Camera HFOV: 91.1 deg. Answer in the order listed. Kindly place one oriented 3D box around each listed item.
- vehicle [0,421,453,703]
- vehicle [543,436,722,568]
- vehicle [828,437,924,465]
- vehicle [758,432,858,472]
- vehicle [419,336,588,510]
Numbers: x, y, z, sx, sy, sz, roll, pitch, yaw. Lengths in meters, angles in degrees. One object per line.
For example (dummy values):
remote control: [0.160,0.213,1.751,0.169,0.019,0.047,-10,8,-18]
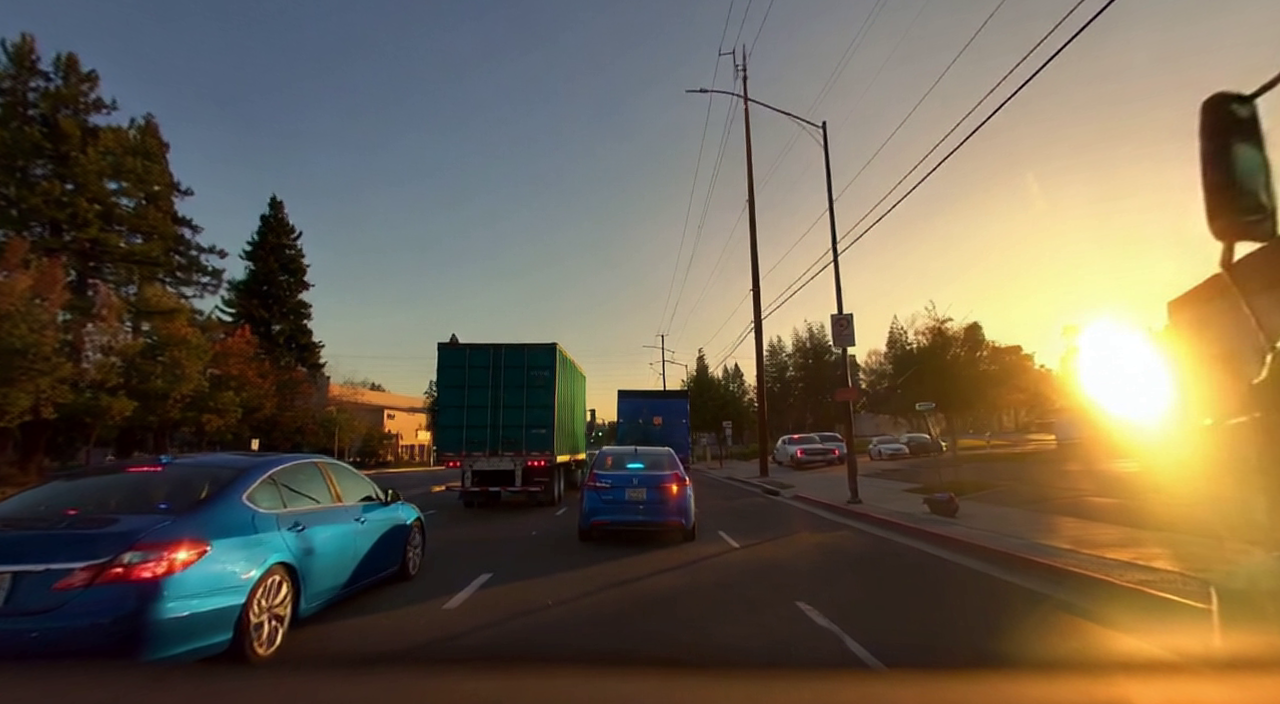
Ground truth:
vehicle: [-3.066,1.346,4.731,1.969,1.471,4.378,0,-9,0]
vehicle: [-0.115,2.046,9.384,2.067,1.506,4.118,0,-9,-1]
vehicle: [13.072,5.521,35.027,4.574,1.478,1.880,0,-9,3]
vehicle: [8.390,5.047,31.842,2.061,1.845,4.829,5,-10,-29]
vehicle: [-3.258,2.047,17.319,3.020,3.800,7.105,0,-9,0]
